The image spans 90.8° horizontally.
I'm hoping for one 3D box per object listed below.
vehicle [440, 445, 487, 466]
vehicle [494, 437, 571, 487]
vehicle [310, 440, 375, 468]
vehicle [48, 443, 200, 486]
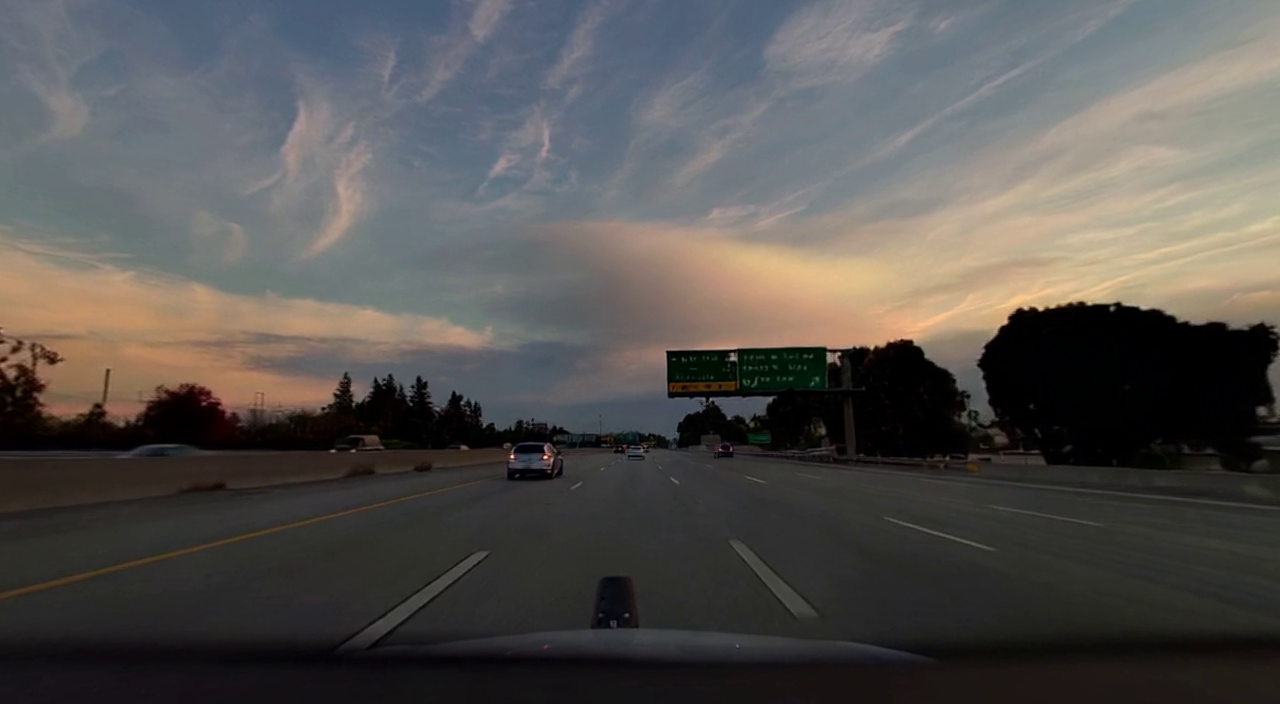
[{"bbox_3d":[-12.741,7.502,45.881,2.040,1.444,4.596,0,-9,0],"label":"vehicle"},{"bbox_3d":[-3.751,3.937,22.929,1.996,1.617,4.637,0,-9,0],"label":"vehicle"},{"bbox_3d":[-19.721,6.781,42.168,2.106,1.764,4.578,0,-9,0],"label":"vehicle"},{"bbox_3d":[-19.518,4.251,24.229,1.962,1.469,4.599,0,-8,-1],"label":"vehicle"}]
